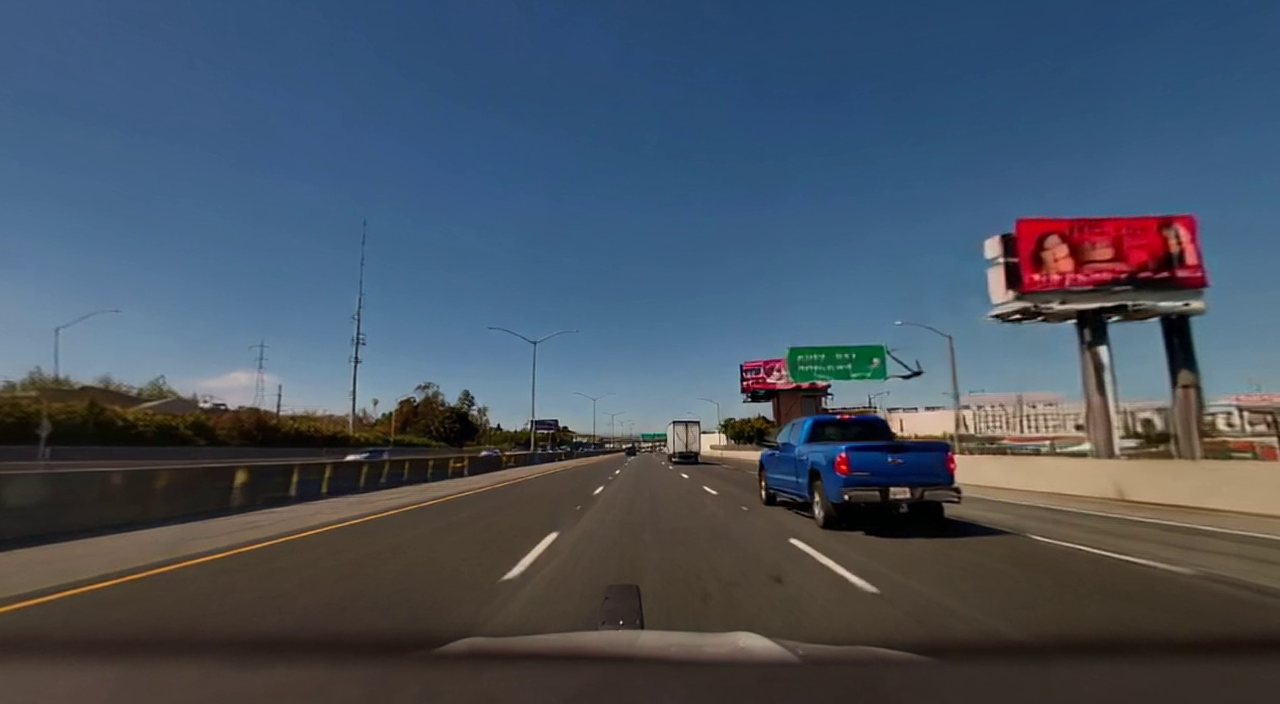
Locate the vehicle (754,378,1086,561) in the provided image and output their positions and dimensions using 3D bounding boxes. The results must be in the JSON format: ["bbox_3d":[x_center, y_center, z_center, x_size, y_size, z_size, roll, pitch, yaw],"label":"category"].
[{"bbox_3d":[3.872,1.874,10.645,2.740,2.157,6.300,0,-9,0],"label":"vehicle"}]
